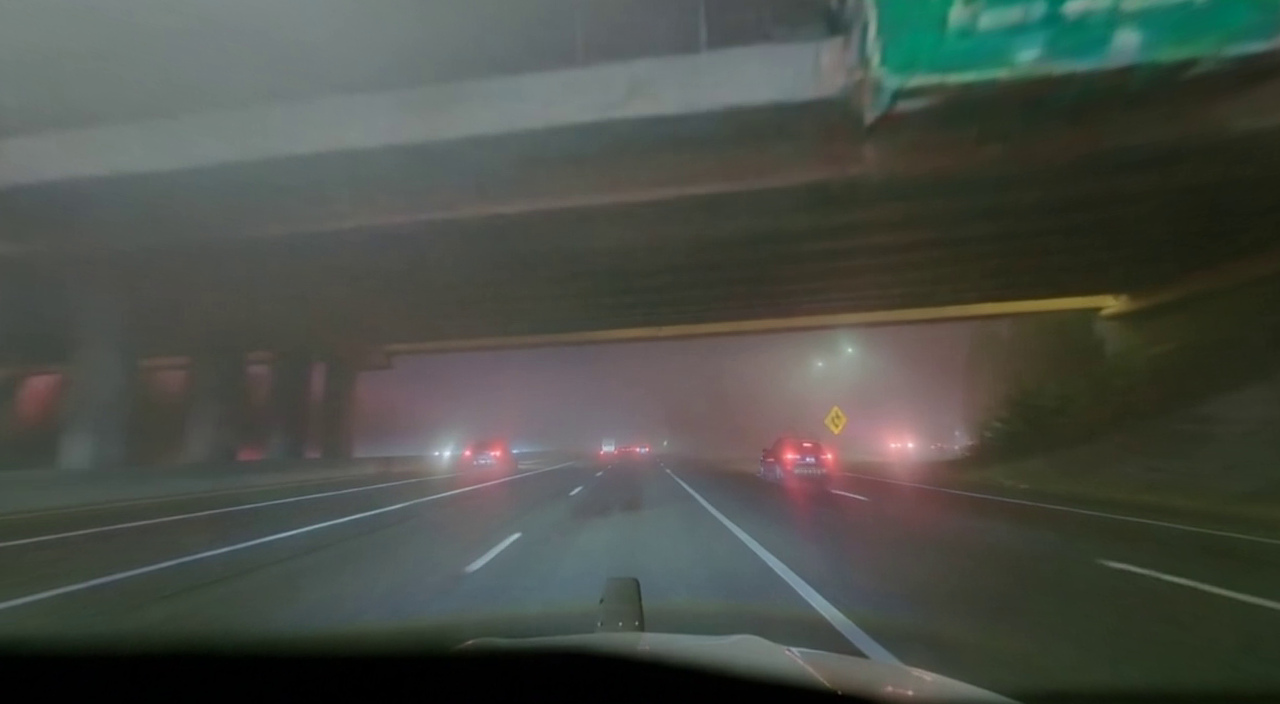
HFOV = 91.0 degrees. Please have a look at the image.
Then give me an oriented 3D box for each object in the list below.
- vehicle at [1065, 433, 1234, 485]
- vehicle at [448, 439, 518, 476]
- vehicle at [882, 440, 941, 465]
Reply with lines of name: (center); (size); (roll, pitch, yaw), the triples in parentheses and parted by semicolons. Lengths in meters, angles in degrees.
vehicle: (17.307, 3.651, 21.782); (1.884, 1.567, 4.692); (0, -9, 0)
vehicle: (-6.898, 4.666, 28.143); (1.985, 1.513, 4.172); (0, -9, 1)
vehicle: (18.383, 6.832, 42.905); (1.989, 1.529, 4.791); (0, -9, 1)
